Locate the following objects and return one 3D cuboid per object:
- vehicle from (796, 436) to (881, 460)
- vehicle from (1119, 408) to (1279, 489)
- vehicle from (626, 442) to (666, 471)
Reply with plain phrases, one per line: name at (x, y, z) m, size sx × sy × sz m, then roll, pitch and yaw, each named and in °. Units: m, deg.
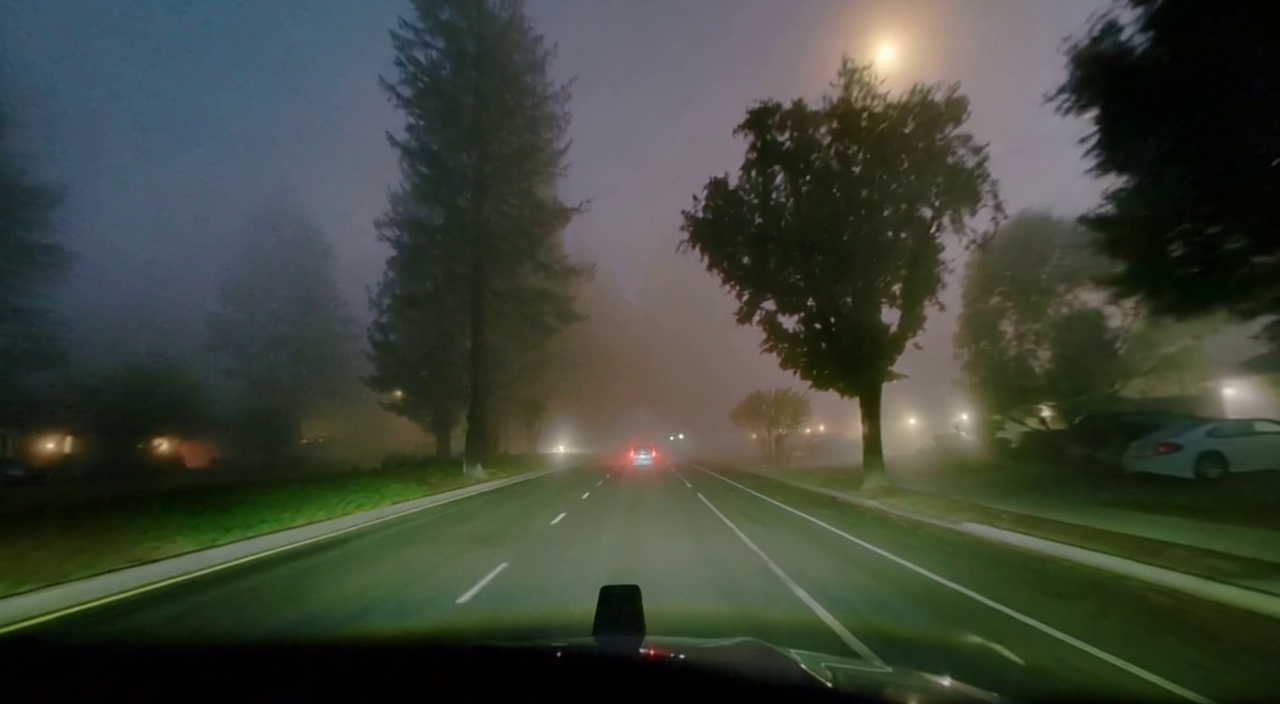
vehicle at (12.589, 6.112, 39.973) m, size 4.787 × 1.494 × 1.887 m, roll 0°, pitch -9°, yaw 1°
vehicle at (13.476, 2.021, 13.633) m, size 4.447 × 1.519 × 1.955 m, roll -2°, pitch -6°, yaw 1°
vehicle at (0.320, 5.704, 34.381) m, size 2.054 × 1.456 × 4.003 m, roll 0°, pitch -9°, yaw 0°
